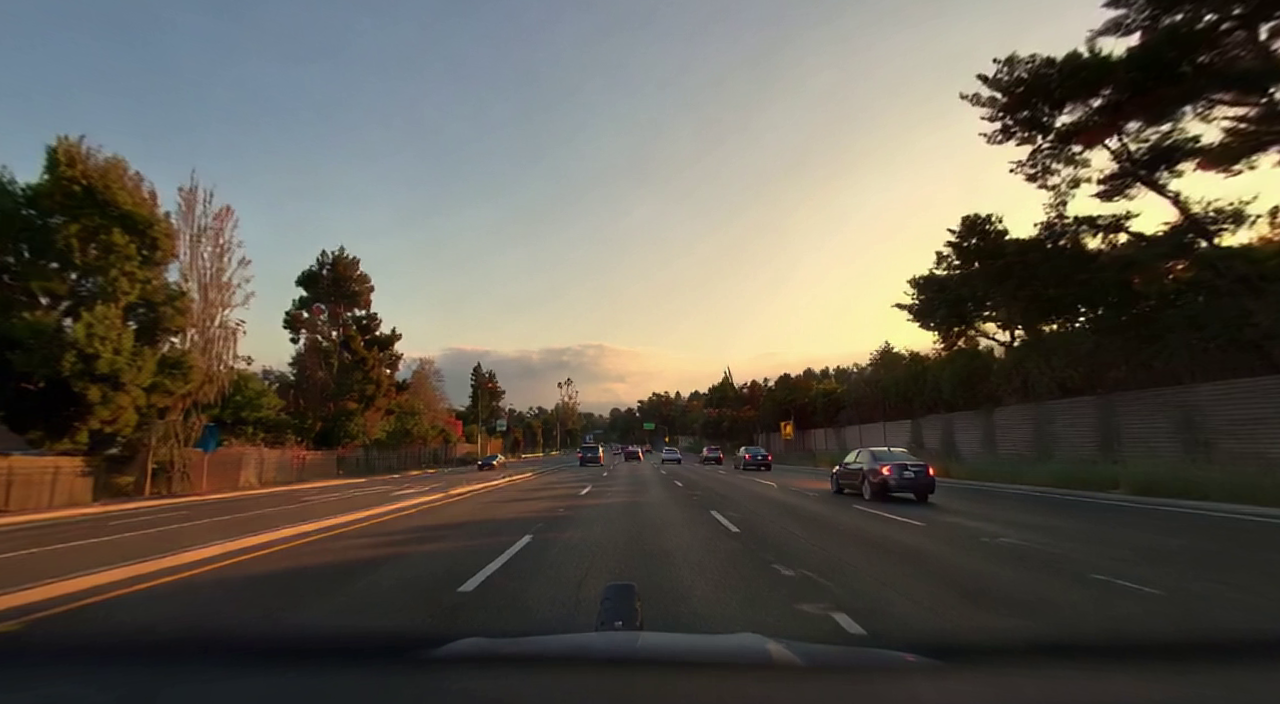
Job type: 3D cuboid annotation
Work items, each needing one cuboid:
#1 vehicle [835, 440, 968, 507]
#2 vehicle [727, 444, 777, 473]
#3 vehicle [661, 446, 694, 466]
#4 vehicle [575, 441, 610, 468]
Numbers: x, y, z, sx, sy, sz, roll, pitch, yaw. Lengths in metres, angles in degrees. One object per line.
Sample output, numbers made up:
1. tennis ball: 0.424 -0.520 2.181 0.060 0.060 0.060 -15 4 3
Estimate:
1. vehicle: 6.627 3.082 16.468 1.838 1.518 3.713 0 -8 0
2. vehicle: 6.436 6.153 36.805 1.987 1.597 4.463 0 -8 -2
3. vehicle: 2.905 8.156 49.692 2.109 1.495 4.474 0 -8 -2
4. vehicle: -3.409 7.507 46.385 2.230 1.827 4.406 0 -8 0
